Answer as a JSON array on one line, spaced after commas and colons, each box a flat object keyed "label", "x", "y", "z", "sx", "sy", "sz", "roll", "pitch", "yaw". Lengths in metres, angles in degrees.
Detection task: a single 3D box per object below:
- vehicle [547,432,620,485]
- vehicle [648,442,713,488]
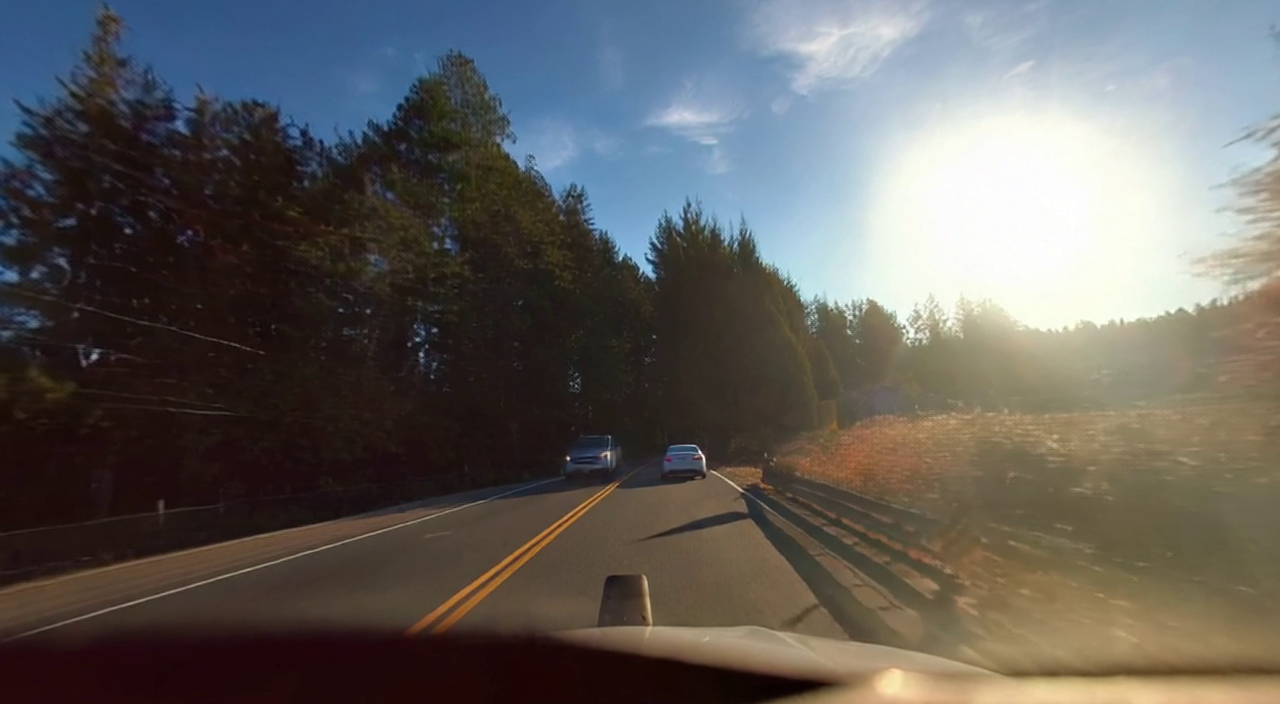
[{"label": "vehicle", "x": -2.188, "y": 4.296, "z": 25.749, "sx": 2.291, "sy": 1.975, "sz": 4.308, "roll": -1, "pitch": -8, "yaw": 4}, {"label": "vehicle", "x": 1.507, "y": 4.311, "z": 24.406, "sx": 2.274, "sy": 1.583, "sz": 4.349, "roll": 0, "pitch": -8, "yaw": 3}]
